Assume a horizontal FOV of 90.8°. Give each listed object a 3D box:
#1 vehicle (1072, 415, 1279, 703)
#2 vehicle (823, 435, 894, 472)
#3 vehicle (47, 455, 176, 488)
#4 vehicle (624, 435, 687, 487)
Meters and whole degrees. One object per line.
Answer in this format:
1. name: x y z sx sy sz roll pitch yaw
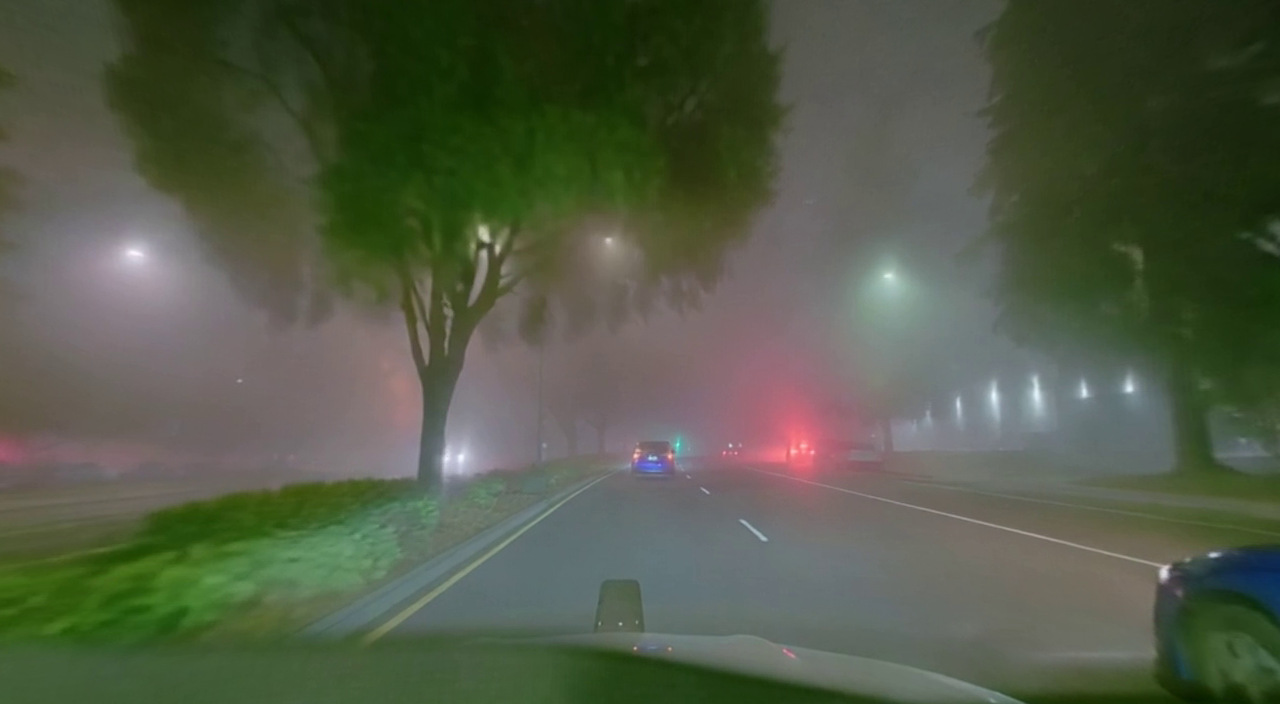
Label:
1. vehicle: 3.513 0.810 1.488 1.918 1.418 4.360 0 -8 0
2. vehicle: 11.864 5.544 34.763 2.139 1.849 5.246 0 -8 1
3. vehicle: -26.049 5.870 31.265 4.453 1.472 1.873 1 -9 -8
4. vehicle: 0.567 3.899 22.906 2.085 1.693 4.301 0 -8 2
